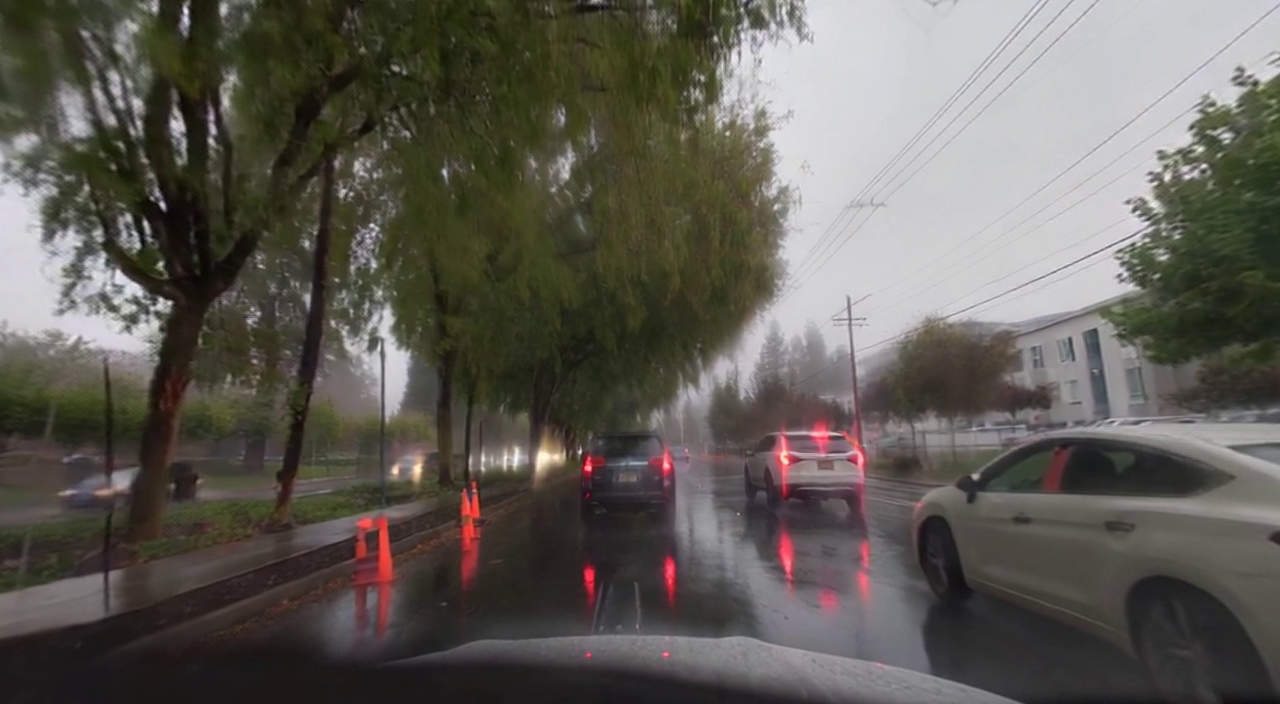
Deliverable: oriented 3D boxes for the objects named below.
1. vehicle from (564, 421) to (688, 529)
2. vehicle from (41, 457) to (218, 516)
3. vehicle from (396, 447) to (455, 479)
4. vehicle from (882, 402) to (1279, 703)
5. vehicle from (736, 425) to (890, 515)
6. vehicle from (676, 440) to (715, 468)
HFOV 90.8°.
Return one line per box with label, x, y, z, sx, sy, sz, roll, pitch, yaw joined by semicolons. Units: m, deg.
vehicle;-0.275;2.332;12.525;2.050;1.745;3.915;0;-8;-1
vehicle;-16.494;4.316;20.832;1.922;1.588;4.682;-1;-8;0
vehicle;-12.658;6.544;37.572;1.911;1.693;4.452;-1;-8;0
vehicle;3.393;1.130;3.860;1.977;1.460;4.565;0;-8;0
vehicle;3.757;2.656;14.753;2.116;1.726;4.672;0;-8;-2
vehicle;3.694;6.896;42.910;2.175;1.788;4.271;0;-8;-2
